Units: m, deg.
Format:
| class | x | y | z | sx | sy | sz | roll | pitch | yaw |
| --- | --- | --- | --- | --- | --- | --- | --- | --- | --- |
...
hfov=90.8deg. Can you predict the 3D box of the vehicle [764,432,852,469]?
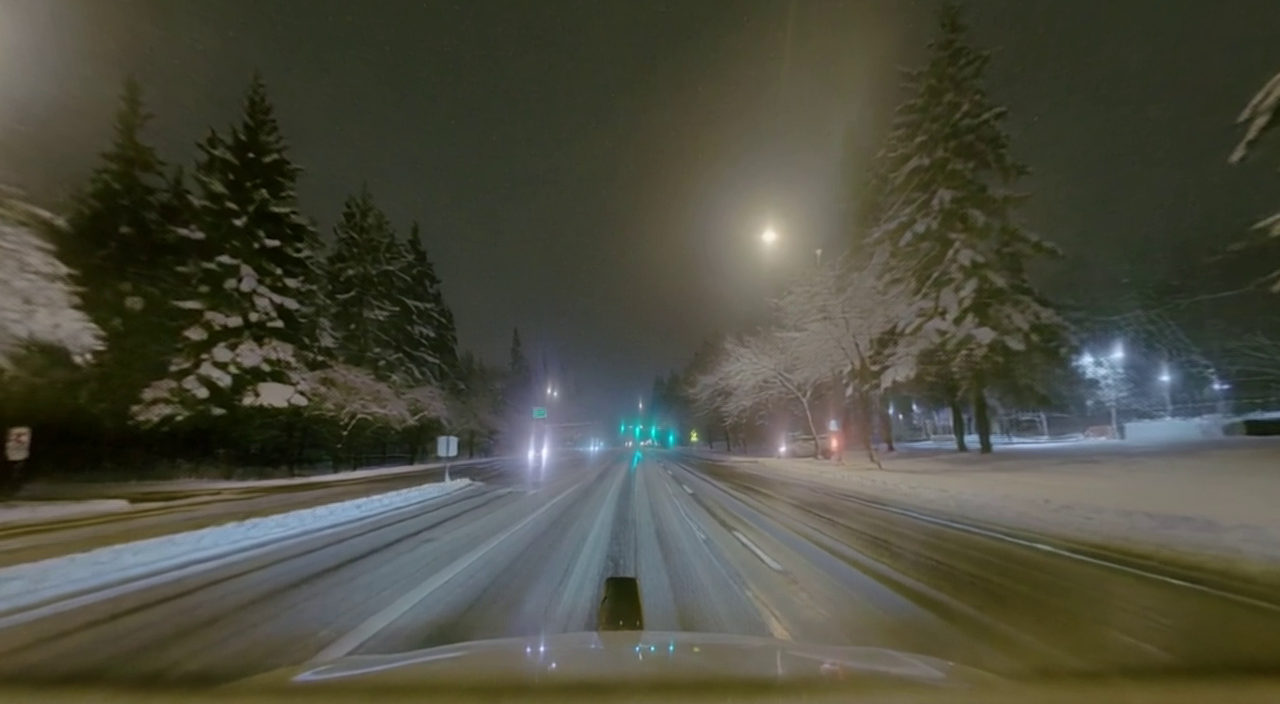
| class | x | y | z | sx | sy | sz | roll | pitch | yaw |
| --- | --- | --- | --- | --- | --- | --- | --- | --- | --- |
| vehicle | 12.254 | 7.207 | 46.401 | 5.581 | 1.926 | 2.324 | -6 | -6 | -3 |
